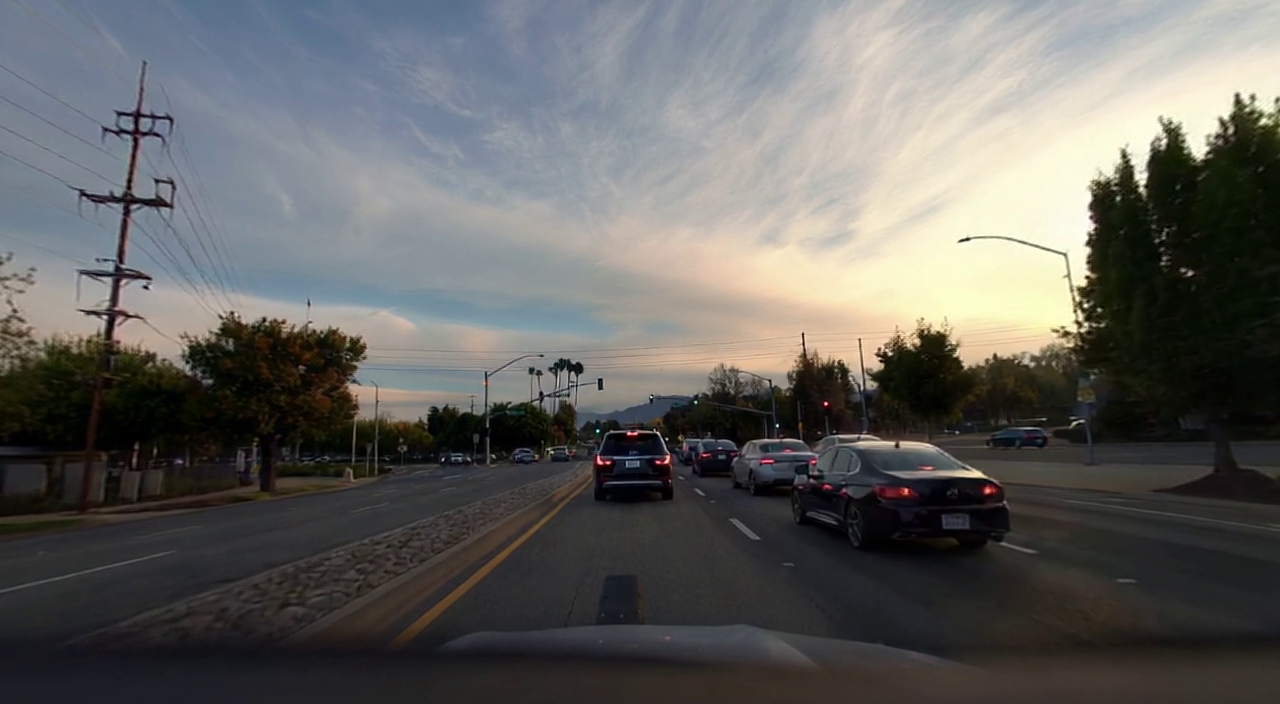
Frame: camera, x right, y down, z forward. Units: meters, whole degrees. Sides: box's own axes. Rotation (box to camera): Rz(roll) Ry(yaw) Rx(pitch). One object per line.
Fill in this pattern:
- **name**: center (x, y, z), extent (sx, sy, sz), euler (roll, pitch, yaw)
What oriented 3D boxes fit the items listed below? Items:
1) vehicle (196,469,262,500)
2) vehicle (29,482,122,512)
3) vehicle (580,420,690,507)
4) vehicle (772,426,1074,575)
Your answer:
- **vehicle**: center (-25.231, 8.082, 38.769), extent (3.826, 1.522, 1.741), euler (-3, -8, 30)
- **vehicle**: center (-33.395, 8.566, 37.430), extent (3.637, 1.483, 2.007), euler (-2, -7, 1)
- **vehicle**: center (-0.140, 2.672, 15.469), extent (2.300, 1.821, 4.254), euler (0, -9, -1)
- **vehicle**: center (3.306, 1.824, 8.611), extent (1.984, 1.462, 4.513), euler (0, -9, 0)
